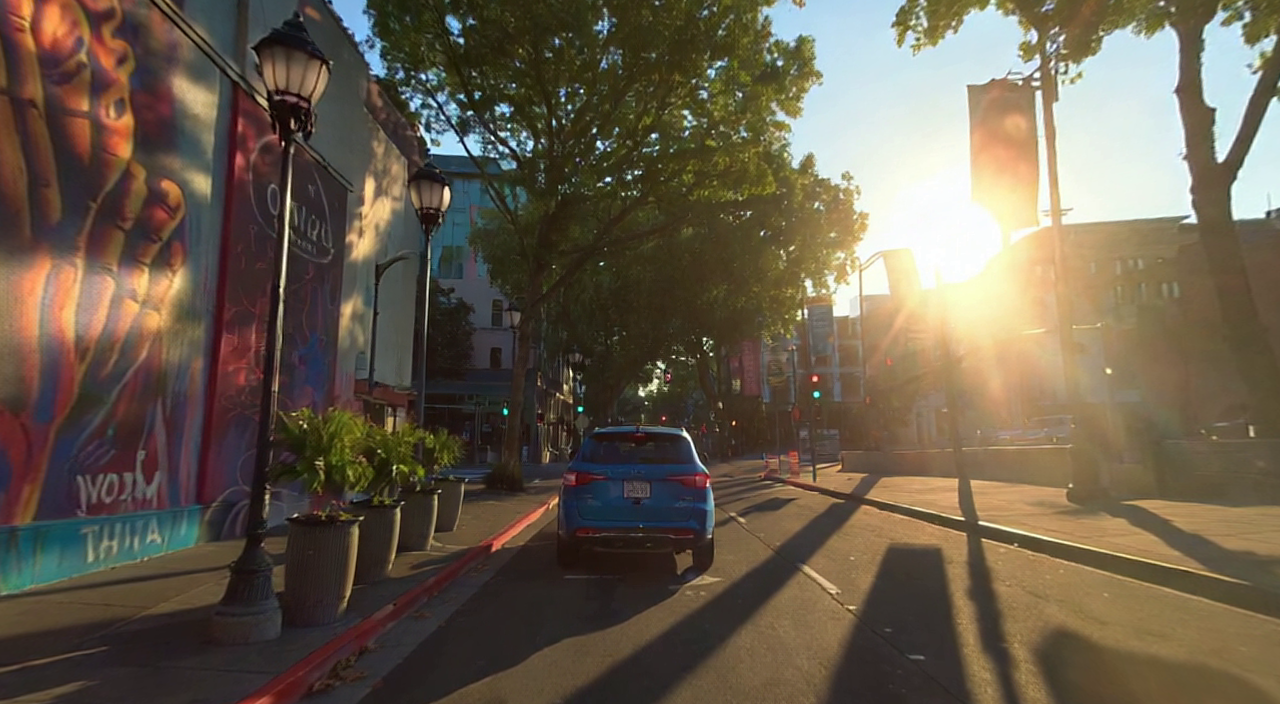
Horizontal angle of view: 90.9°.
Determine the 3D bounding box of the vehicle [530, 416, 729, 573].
[{"bbox_3d":[-0.133,1.785,8.626,2.079,1.621,3.861,0,-8,-1],"label":"vehicle"}]
